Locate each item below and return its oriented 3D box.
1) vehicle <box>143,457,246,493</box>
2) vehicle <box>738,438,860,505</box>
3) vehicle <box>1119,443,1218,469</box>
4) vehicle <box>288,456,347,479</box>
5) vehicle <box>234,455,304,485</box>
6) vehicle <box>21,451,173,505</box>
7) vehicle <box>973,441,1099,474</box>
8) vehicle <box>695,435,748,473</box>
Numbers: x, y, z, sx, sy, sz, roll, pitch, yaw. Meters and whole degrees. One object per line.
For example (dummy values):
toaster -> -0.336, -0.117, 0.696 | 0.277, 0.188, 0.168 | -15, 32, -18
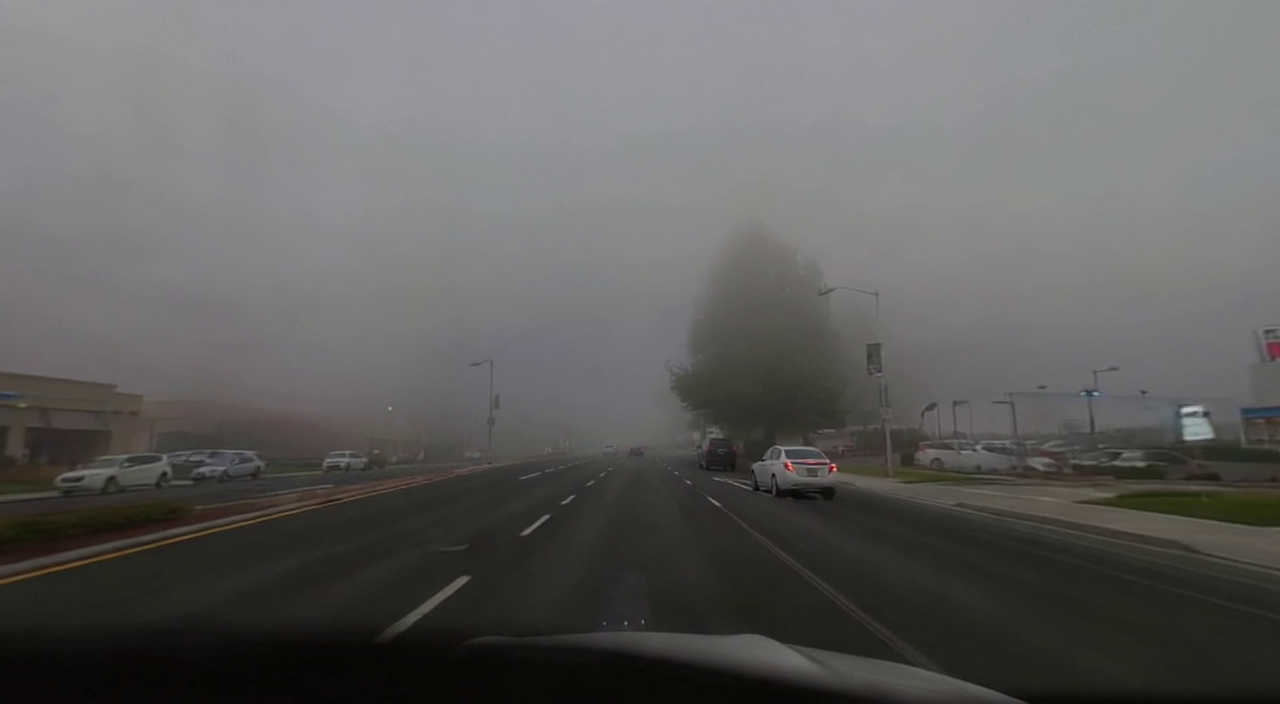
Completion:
vehicle -> -22.700, 6.243, 32.410 | 1.833, 1.534, 4.821 | -1, -8, -1
vehicle -> 3.892, 2.989, 16.257 | 1.916, 1.459, 4.335 | 0, -8, -2
vehicle -> 31.627, 6.235, 37.794 | 4.343, 1.469, 1.877 | 1, -9, -3
vehicle -> -22.780, 8.156, 44.730 | 1.804, 1.460, 4.515 | 0, -8, 1
vehicle -> -22.790, 7.236, 38.913 | 1.822, 1.551, 4.295 | -3, -8, 0
vehicle -> -22.422, 5.161, 26.397 | 2.058, 1.837, 4.990 | -3, -8, -2
vehicle -> 18.378, 4.904, 29.424 | 4.502, 1.459, 2.082 | 0, -8, -2
vehicle -> 4.404, 5.588, 34.798 | 2.140, 1.921, 4.431 | 0, -8, -2
